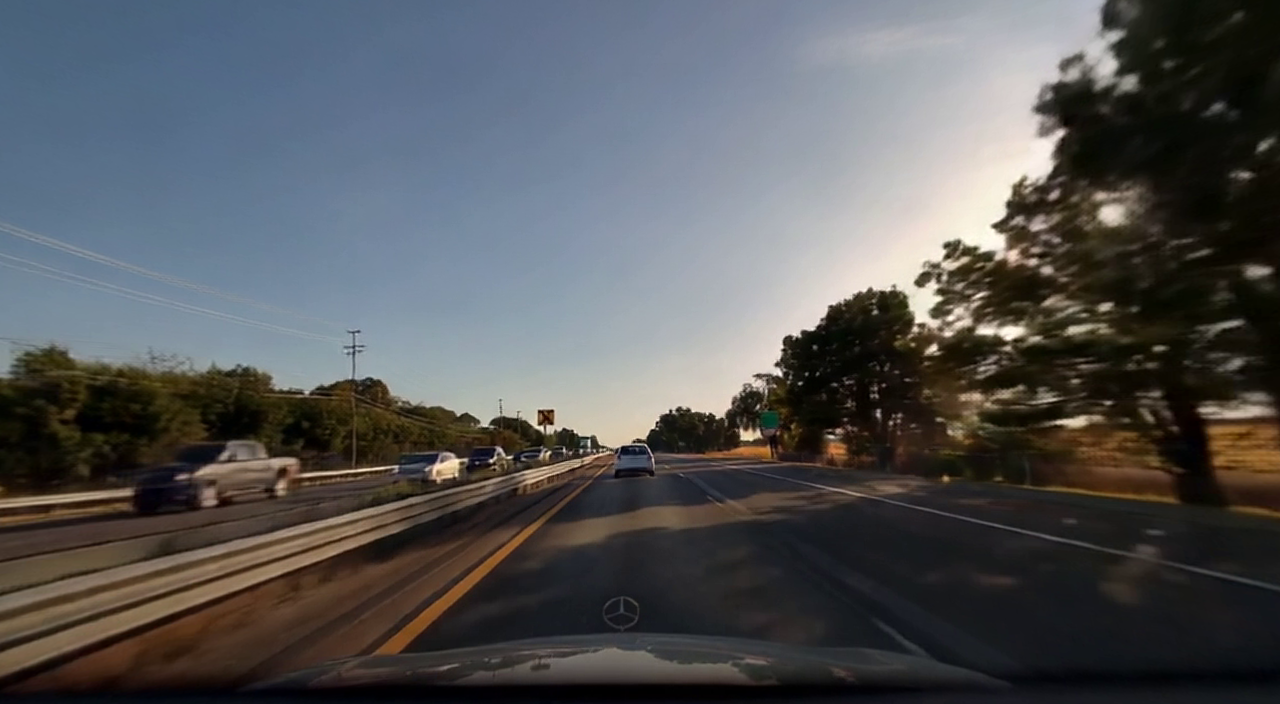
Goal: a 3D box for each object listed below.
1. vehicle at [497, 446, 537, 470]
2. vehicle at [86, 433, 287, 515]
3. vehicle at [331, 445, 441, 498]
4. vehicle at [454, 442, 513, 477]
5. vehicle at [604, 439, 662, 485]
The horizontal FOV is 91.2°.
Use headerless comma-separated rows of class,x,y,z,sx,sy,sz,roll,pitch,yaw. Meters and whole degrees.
vehicle,-8.786,7.598,45.090,1.977,1.549,4.521,0,-9,-1
vehicle,-12.524,3.384,17.871,2.119,1.974,4.823,0,-9,-1
vehicle,-8.318,3.930,21.010,1.911,1.535,4.238,0,-9,0
vehicle,-8.188,5.667,33.170,1.981,1.681,4.398,0,-9,0
vehicle,-0.263,4.074,23.467,1.971,1.518,4.108,0,-9,-1
